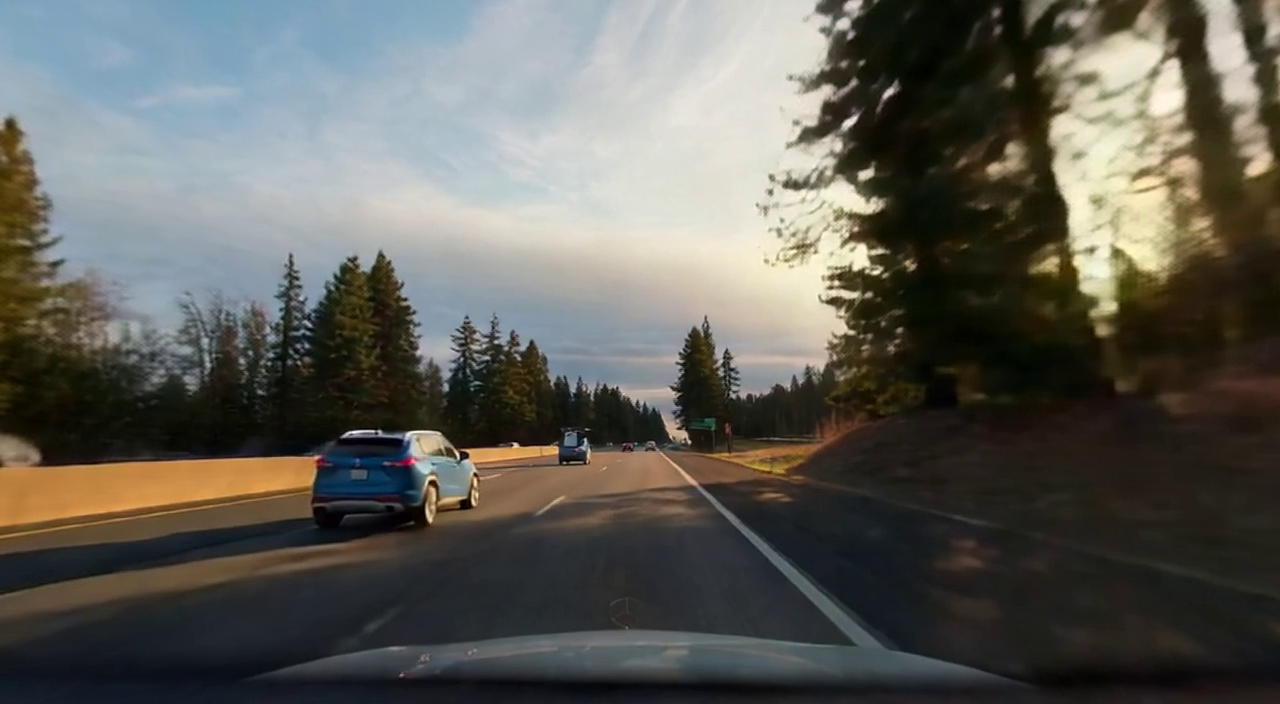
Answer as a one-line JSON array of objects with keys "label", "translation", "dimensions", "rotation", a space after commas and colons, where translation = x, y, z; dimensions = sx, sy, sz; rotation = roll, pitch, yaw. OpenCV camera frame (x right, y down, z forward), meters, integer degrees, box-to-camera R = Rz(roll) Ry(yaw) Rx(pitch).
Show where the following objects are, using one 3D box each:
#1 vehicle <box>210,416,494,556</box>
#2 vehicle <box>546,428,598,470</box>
[{"label": "vehicle", "translation": [-3.855, 1.874, 9.589], "dimensions": [2.053, 1.589, 4.671], "rotation": [0, -8, 1]}, {"label": "vehicle", "translation": [-3.656, 5.322, 34.578], "dimensions": [2.241, 2.095, 4.985], "rotation": [0, -8, 1]}]
